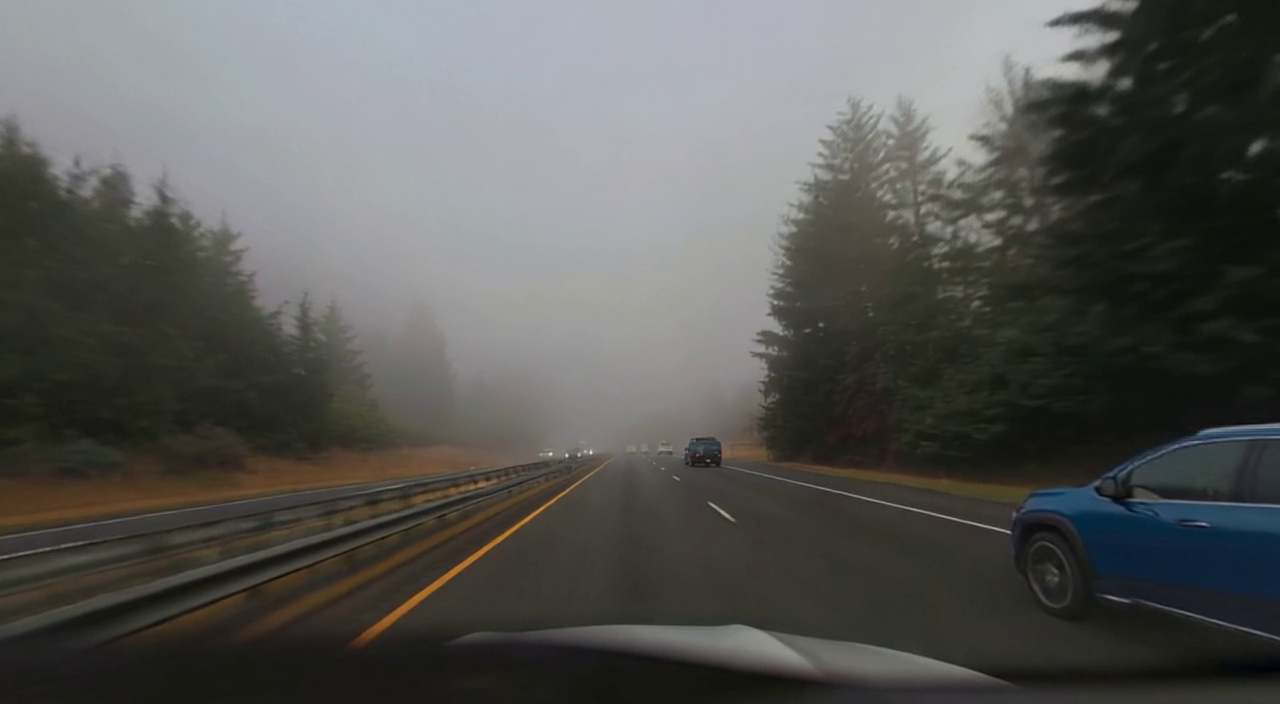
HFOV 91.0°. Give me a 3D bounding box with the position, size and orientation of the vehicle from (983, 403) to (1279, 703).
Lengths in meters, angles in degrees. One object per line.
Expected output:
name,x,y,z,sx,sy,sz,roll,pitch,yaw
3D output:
vehicle,3.873,1.006,3.007,1.999,1.501,4.221,0,-8,-1

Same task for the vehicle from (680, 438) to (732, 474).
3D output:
vehicle,3.282,5.227,31.981,2.043,1.673,4.016,0,-8,-3
